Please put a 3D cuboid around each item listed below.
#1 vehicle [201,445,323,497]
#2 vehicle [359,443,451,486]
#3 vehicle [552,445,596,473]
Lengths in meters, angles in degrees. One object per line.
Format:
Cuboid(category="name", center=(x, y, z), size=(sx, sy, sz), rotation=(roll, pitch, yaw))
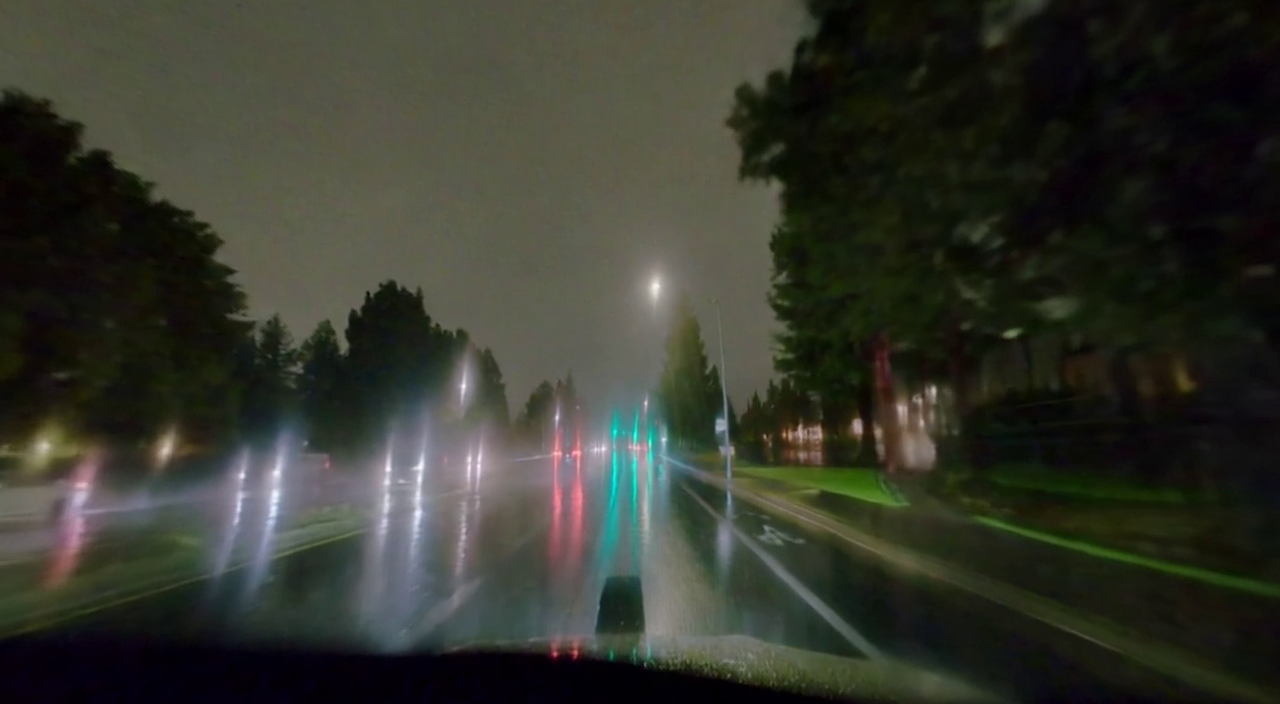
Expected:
Cuboid(category="vehicle", center=(-17.467, 5.465, 29.651), size=(2.255, 1.987, 5.723), rotation=(-4, -8, 1))
Cuboid(category="vehicle", center=(-10.135, 4.874, 27.728), size=(2.168, 1.703, 4.753), rotation=(0, -9, 0))
Cuboid(category="vehicle", center=(-3.530, 5.810, 34.532), size=(1.992, 1.447, 4.044), rotation=(0, -9, 0))
